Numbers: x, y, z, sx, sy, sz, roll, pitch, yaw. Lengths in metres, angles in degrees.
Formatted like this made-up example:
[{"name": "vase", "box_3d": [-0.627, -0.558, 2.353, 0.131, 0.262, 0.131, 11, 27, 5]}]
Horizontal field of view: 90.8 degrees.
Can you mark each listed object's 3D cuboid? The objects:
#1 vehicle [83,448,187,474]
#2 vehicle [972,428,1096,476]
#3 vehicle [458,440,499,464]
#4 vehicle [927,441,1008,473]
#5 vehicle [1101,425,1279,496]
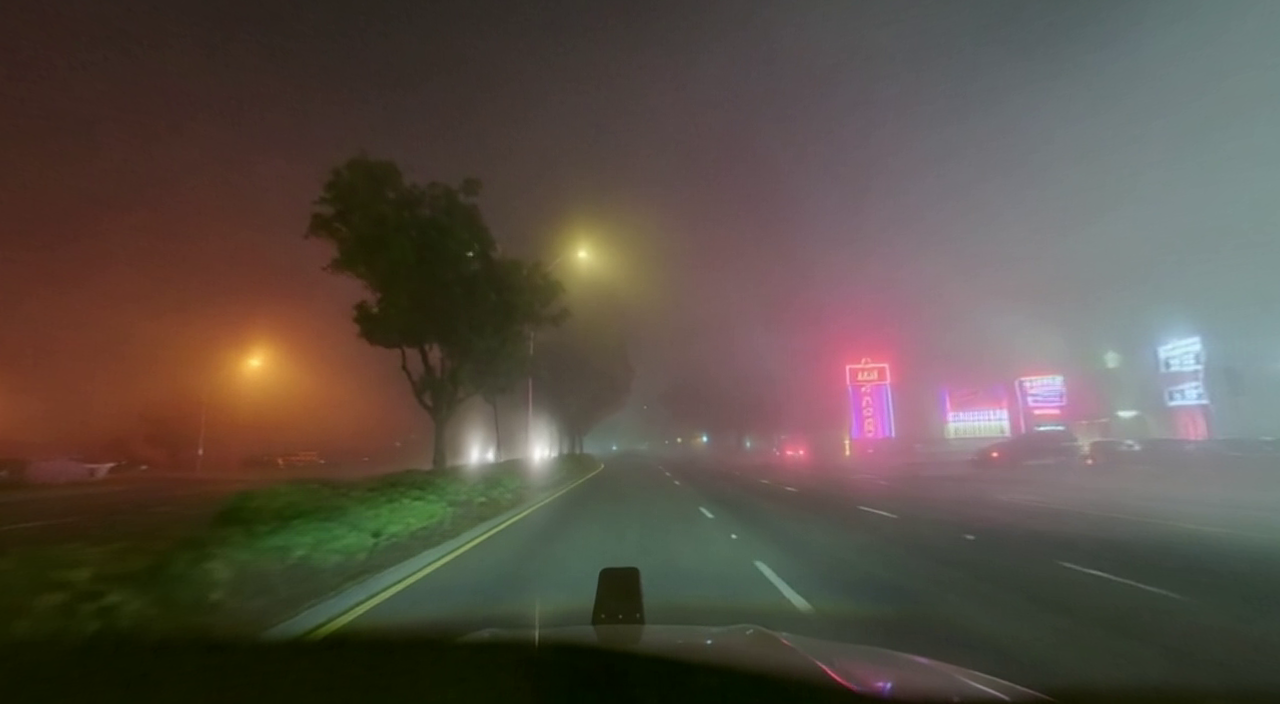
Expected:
[{"name": "vehicle", "box_3d": [-30.849, 6.641, 38.702, 4.742, 1.459, 1.867, 0, -8, -1]}, {"name": "vehicle", "box_3d": [19.029, 4.828, 30.945, 2.232, 2.008, 5.812, -3, -8, 0]}, {"name": "vehicle", "box_3d": [-12.308, 7.643, 48.530, 1.985, 1.715, 4.330, 0, -9, 0]}, {"name": "vehicle", "box_3d": [16.275, 5.202, 31.649, 1.892, 1.421, 4.556, -2, -8, 5]}, {"name": "vehicle", "box_3d": [16.541, 3.079, 18.351, 2.052, 1.749, 5.213, 0, -9, -4]}]
